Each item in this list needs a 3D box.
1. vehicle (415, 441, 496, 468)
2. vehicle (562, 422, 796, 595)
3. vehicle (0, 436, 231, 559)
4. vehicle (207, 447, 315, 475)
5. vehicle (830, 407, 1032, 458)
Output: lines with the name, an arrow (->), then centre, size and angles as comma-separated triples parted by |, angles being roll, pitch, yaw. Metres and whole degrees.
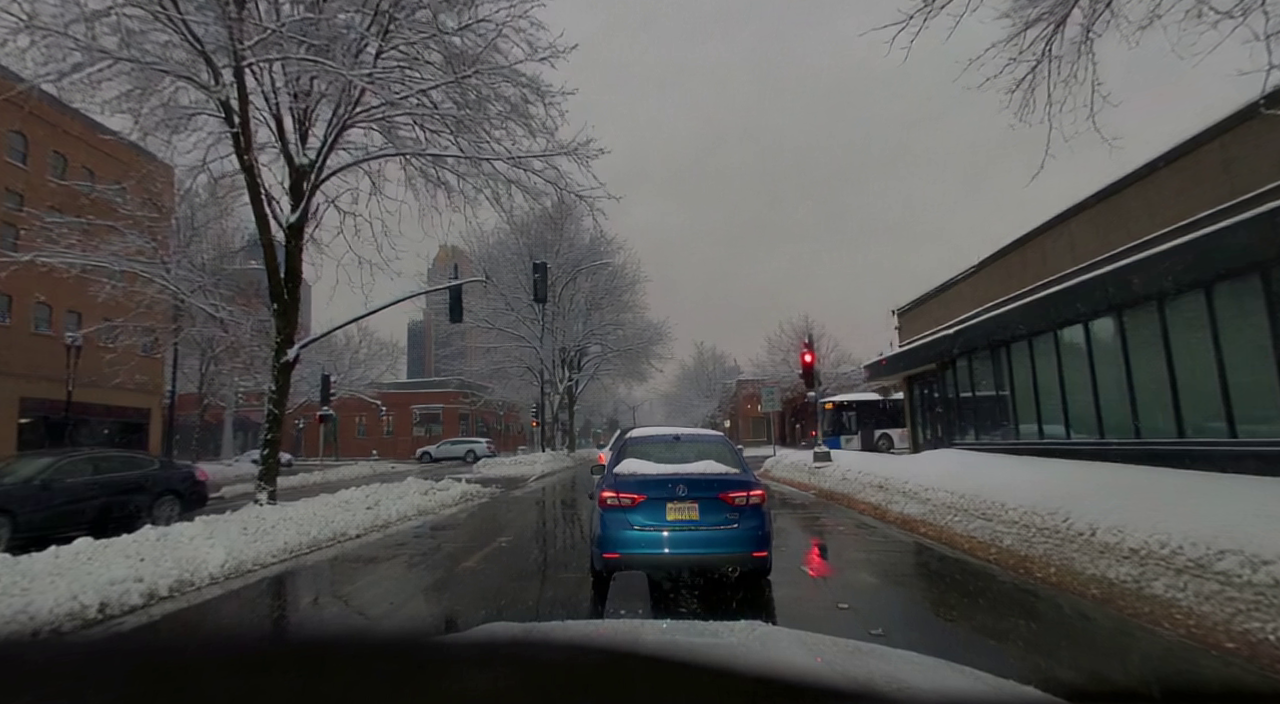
vehicle -> -11.844, 6.553, 40.654 | 4.561, 1.645, 1.892 | 6, -10, -35
vehicle -> 0.367, 1.630, 7.394 | 2.006, 1.470, 3.799 | 0, -8, 1
vehicle -> -8.913, 2.061, 9.573 | 2.066, 1.506, 4.900 | 0, -8, 1
vehicle -> -21.446, 6.154, 35.944 | 1.883, 1.461, 4.830 | -5, -10, 32
vehicle -> 22.149, 6.284, 48.962 | 13.811, 3.706, 2.997 | -1, -9, 5
